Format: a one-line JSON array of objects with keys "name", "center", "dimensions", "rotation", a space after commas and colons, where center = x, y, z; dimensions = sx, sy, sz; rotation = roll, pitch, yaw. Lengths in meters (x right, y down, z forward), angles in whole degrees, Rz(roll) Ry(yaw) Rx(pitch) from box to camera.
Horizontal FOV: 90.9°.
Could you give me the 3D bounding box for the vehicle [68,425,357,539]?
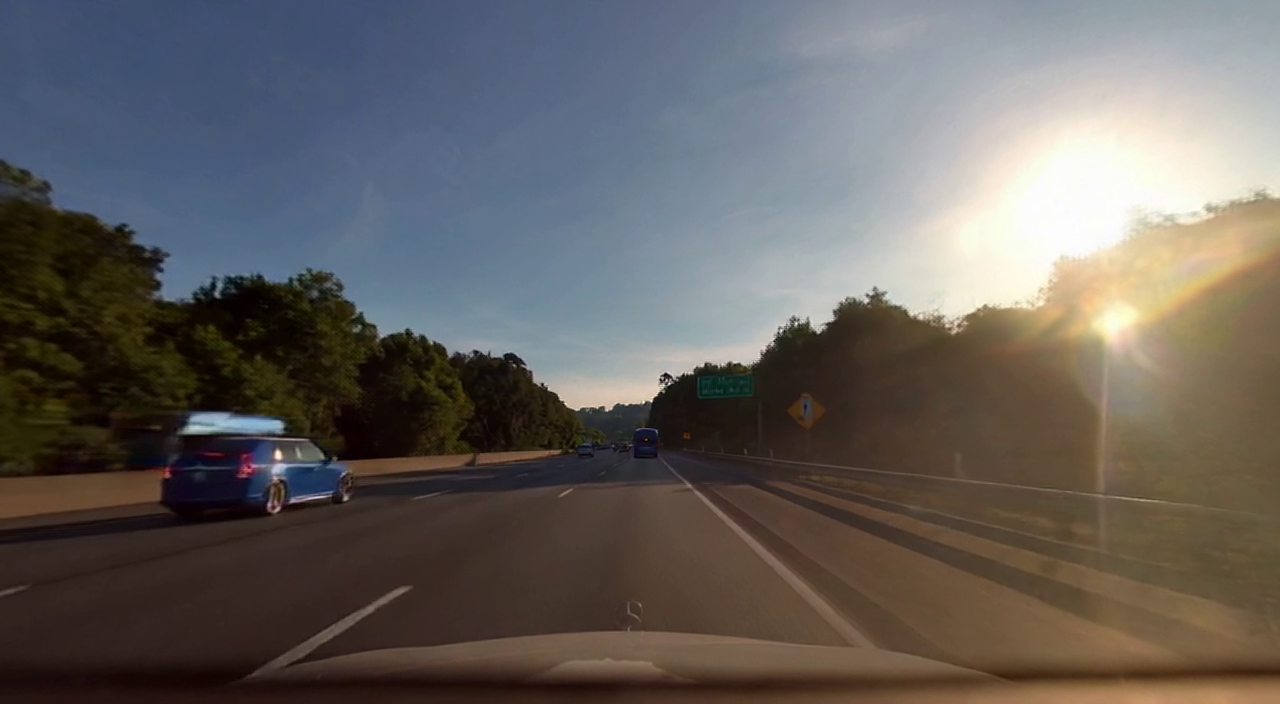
[{"name": "vehicle", "center": [-7.459, 2.283, 11.806], "dimensions": [2.080, 1.674, 4.660], "rotation": [0, -8, 1]}]
